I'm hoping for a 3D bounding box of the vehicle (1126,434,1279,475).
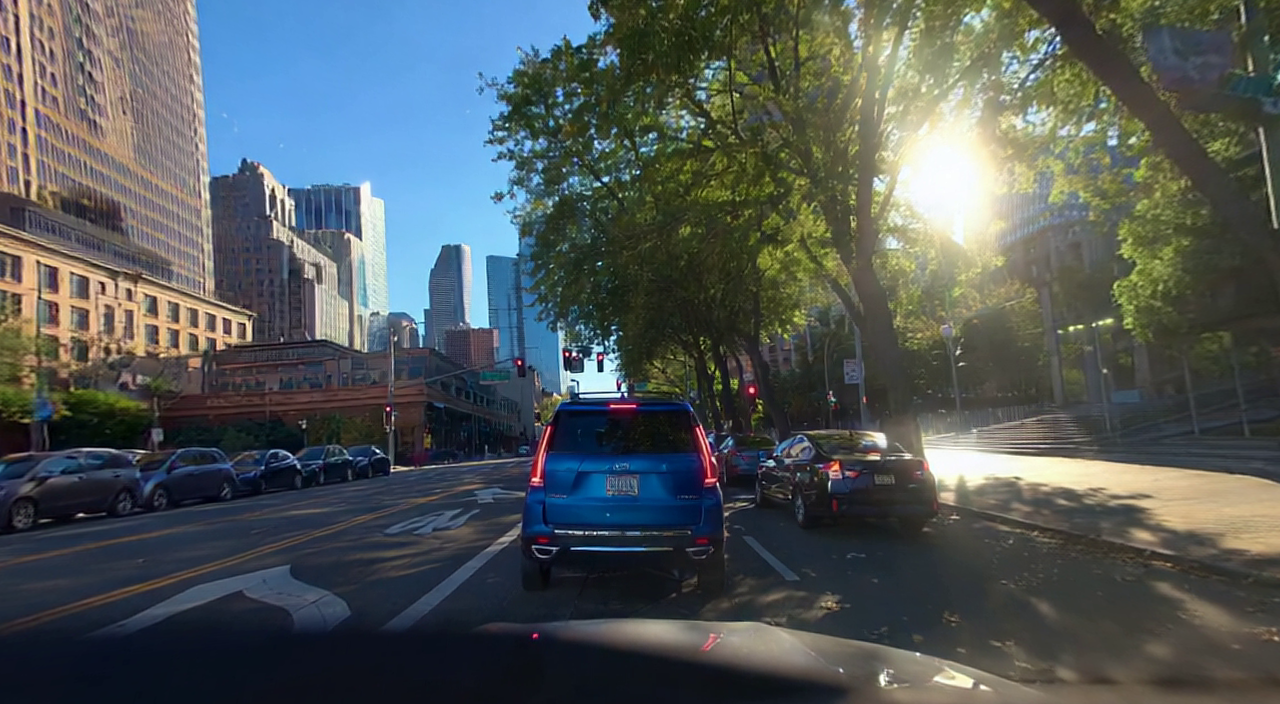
[{"bbox_3d":[22.159,4.045,24.974,4.055,1.469,1.848,-4,-9,26],"label":"vehicle"}]

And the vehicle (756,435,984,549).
[{"bbox_3d":[3.301,2.086,10.083,2.056,1.422,4.130,0,-8,-1],"label":"vehicle"}]

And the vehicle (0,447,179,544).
[{"bbox_3d":[-12.543,2.912,13.463,1.891,1.723,4.360,0,-8,1],"label":"vehicle"}]

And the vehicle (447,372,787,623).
[{"bbox_3d":[-0.156,1.368,6.790,2.453,1.816,4.300,0,-8,0],"label":"vehicle"}]

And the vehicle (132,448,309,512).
[{"bbox_3d":[-12.454,3.785,19.135,2.207,1.648,4.675,0,-8,-1],"label":"vehicle"}]
